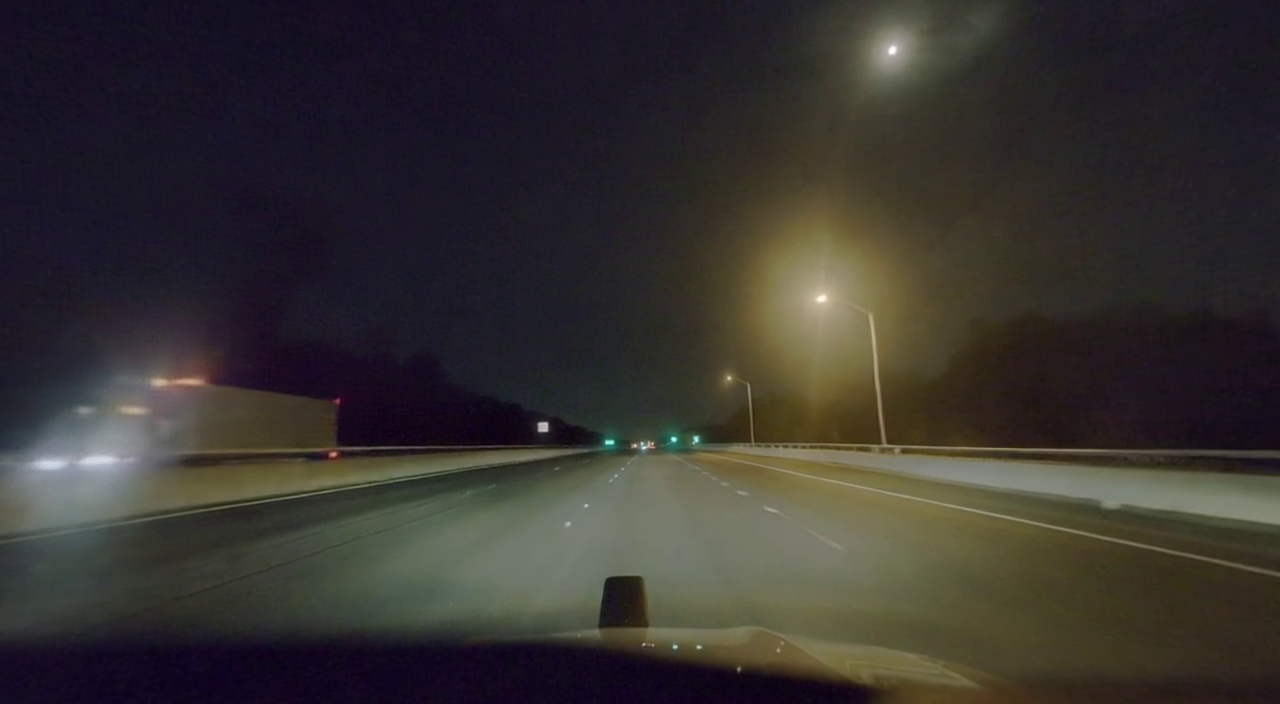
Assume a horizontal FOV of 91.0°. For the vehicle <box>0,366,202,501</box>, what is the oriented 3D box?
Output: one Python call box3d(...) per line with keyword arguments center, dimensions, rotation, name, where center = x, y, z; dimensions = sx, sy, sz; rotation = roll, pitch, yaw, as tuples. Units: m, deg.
box3d(center=(-19.112, 2.846, 21.878), dimensions=(3.006, 3.996, 6.212), rotation=(0, -8, 1), name="vehicle")
